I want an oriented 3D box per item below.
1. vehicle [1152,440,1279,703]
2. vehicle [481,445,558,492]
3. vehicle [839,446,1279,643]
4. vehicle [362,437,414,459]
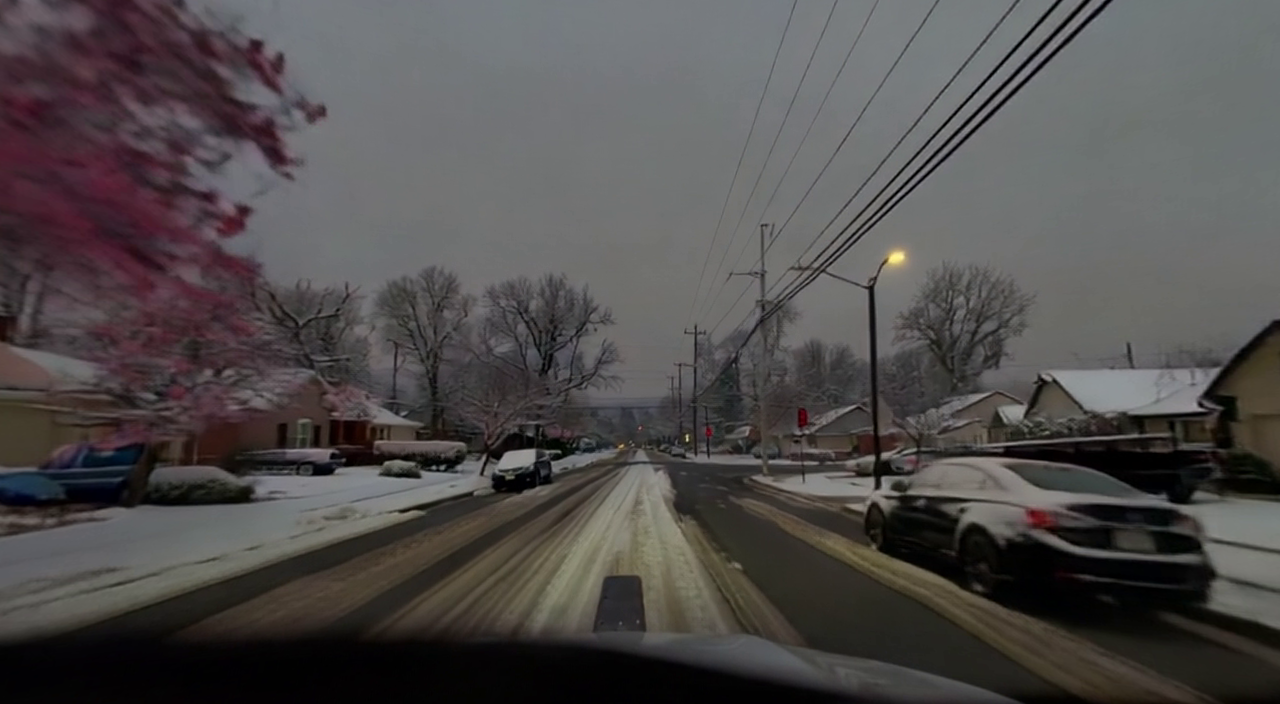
[{"bbox_3d":[4.204,0.931,1.418,2.006,1.489,4.753,0,-8,-2],"label":"vehicle"},{"bbox_3d":[-4.406,4.307,23.762,1.938,1.508,4.481,0,-7,1],"label":"vehicle"},{"bbox_3d":[4.270,1.847,7.403,2.074,1.466,5.046,0,-9,-2],"label":"vehicle"},{"bbox_3d":[-18.412,6.984,46.028,1.870,1.492,4.472,8,-12,-43],"label":"vehicle"}]
